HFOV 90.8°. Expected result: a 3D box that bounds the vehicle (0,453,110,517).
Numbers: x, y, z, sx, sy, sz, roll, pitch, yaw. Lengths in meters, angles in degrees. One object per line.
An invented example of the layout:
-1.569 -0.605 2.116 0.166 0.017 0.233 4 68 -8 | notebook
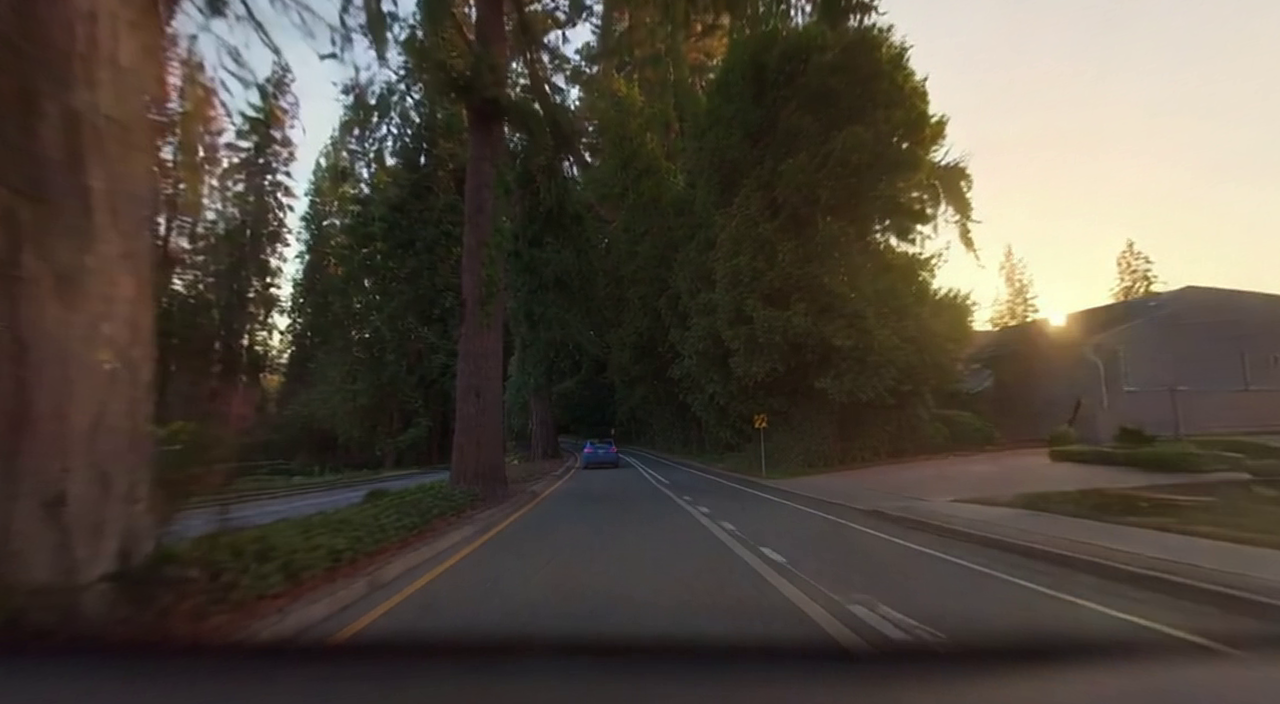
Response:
-23.120 4.952 24.121 2.076 2.085 5.241 2 -9 -13 | vehicle

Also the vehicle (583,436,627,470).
-1.856 5.455 34.128 2.216 1.708 4.110 0 -8 -3 | vehicle
